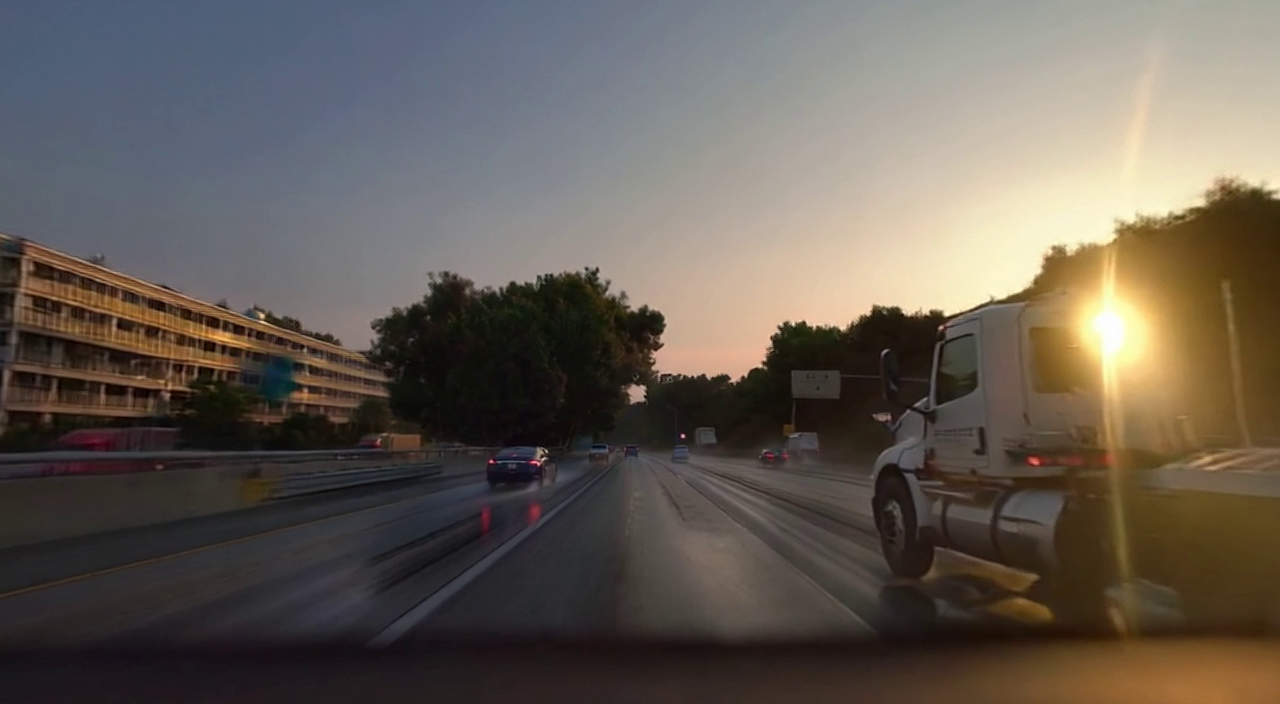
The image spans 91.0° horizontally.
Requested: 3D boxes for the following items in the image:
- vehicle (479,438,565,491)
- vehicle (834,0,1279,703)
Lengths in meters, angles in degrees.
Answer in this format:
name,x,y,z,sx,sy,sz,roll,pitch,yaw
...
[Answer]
name,x,y,z,sx,sy,sz,roll,pitch,yaw
vehicle,-3.703,3.597,20.493,1.954,1.528,4.010,0,-9,1
vehicle,3.665,0.012,3.814,3.089,3.779,6.420,0,-9,2
